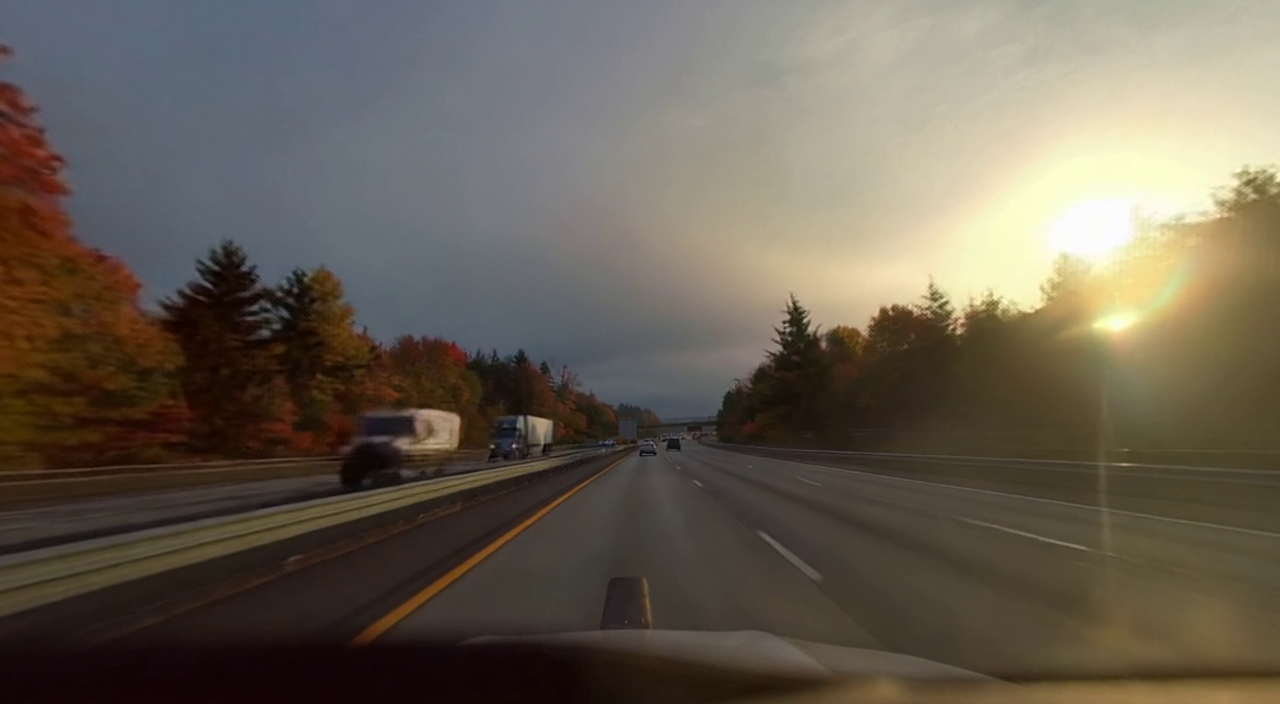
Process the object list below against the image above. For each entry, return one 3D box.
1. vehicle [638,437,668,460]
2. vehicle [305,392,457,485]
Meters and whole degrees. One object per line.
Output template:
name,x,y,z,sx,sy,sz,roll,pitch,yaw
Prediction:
vehicle,0.846,6.385,41.726,1.924,1.498,3.817,0,-8,1
vehicle,-8.044,2.819,20.404,2.330,2.559,5.751,0,-8,1
